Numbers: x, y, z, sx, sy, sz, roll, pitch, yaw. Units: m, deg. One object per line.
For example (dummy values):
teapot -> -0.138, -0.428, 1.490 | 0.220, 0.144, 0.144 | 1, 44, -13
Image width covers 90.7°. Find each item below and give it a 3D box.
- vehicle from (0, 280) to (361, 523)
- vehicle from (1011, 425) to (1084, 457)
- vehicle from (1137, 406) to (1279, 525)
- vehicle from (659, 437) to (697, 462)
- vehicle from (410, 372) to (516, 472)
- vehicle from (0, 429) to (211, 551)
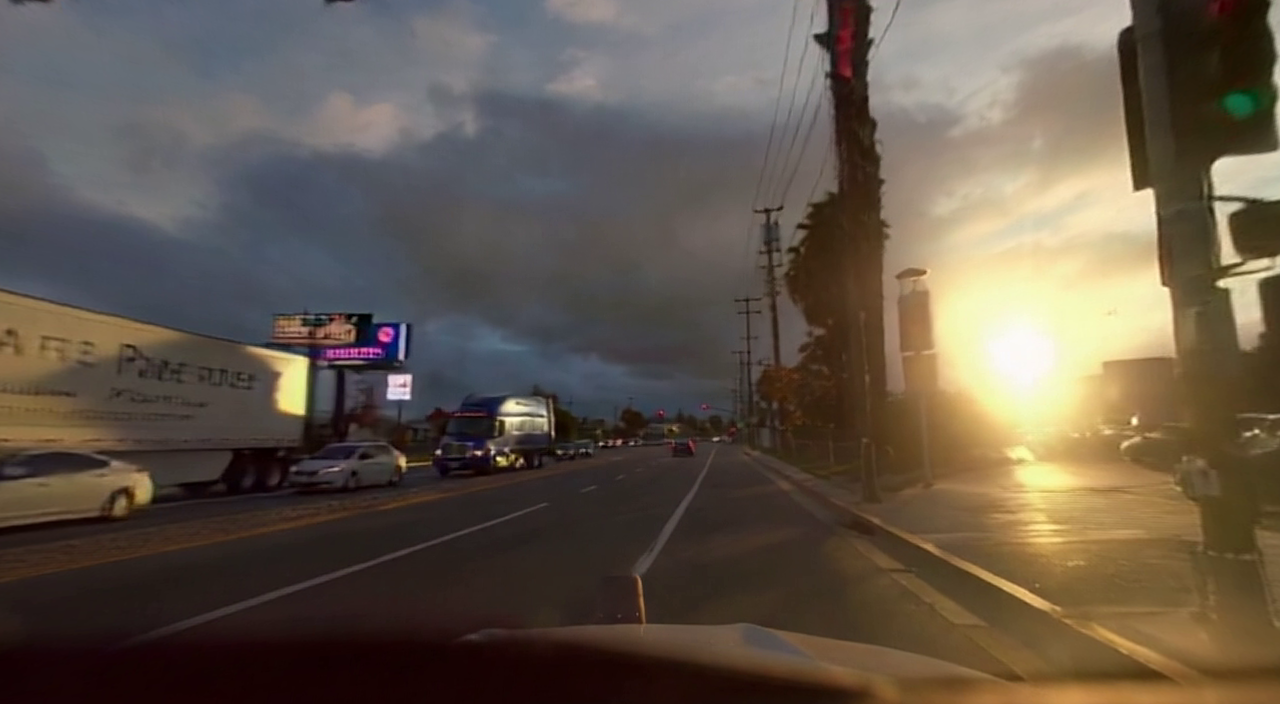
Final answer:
vehicle -> -12.158, 1.229, 13.428 | 2.876, 4.151, 17.071 | -2, -9, 7
vehicle -> 21.294, 4.703, 33.231 | 1.697, 1.559, 3.647 | -2, -9, 8
vehicle -> 9.246, 1.547, 8.698 | 1.796, 1.490, 4.416 | -4, -12, 10
vehicle -> 2.512, 6.257, 40.836 | 2.040, 1.492, 5.114 | -2, -9, 8
vehicle -> -7.321, 3.060, 26.659 | 3.027, 3.903, 3.372 | -2, -10, 9
vehicle -> -9.265, 2.007, 9.388 | 1.949, 1.510, 4.958 | -4, -6, 8
